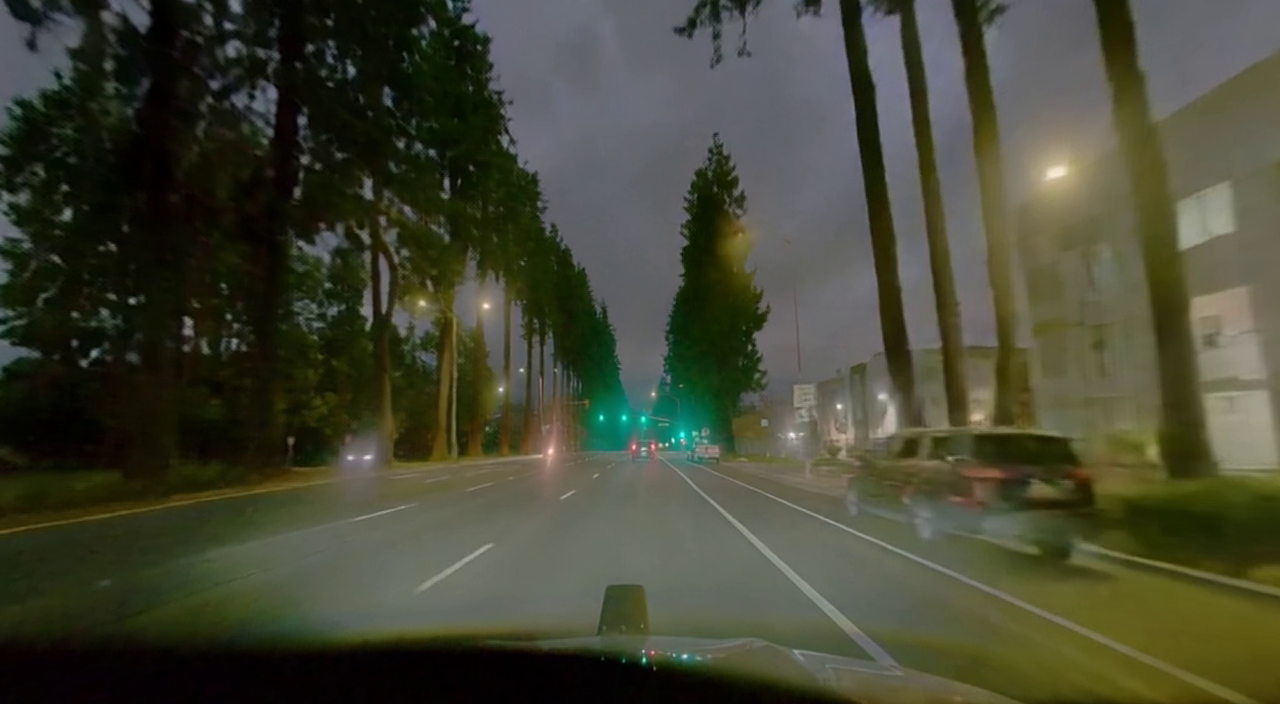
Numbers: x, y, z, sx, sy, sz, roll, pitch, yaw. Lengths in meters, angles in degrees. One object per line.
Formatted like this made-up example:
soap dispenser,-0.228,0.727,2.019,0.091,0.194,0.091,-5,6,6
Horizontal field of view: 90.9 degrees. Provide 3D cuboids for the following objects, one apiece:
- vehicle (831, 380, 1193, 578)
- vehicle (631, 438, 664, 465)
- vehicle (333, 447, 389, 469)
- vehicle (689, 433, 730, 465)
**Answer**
vehicle,4.118,1.493,8.067,2.109,1.838,4.204,0,-8,2
vehicle,0.506,6.806,43.149,2.169,1.751,4.276,0,-8,1
vehicle,-20.707,7.870,46.937,2.005,1.470,4.520,0,-8,2
vehicle,4.833,6.814,44.535,2.162,2.080,6.515,0,-8,0
